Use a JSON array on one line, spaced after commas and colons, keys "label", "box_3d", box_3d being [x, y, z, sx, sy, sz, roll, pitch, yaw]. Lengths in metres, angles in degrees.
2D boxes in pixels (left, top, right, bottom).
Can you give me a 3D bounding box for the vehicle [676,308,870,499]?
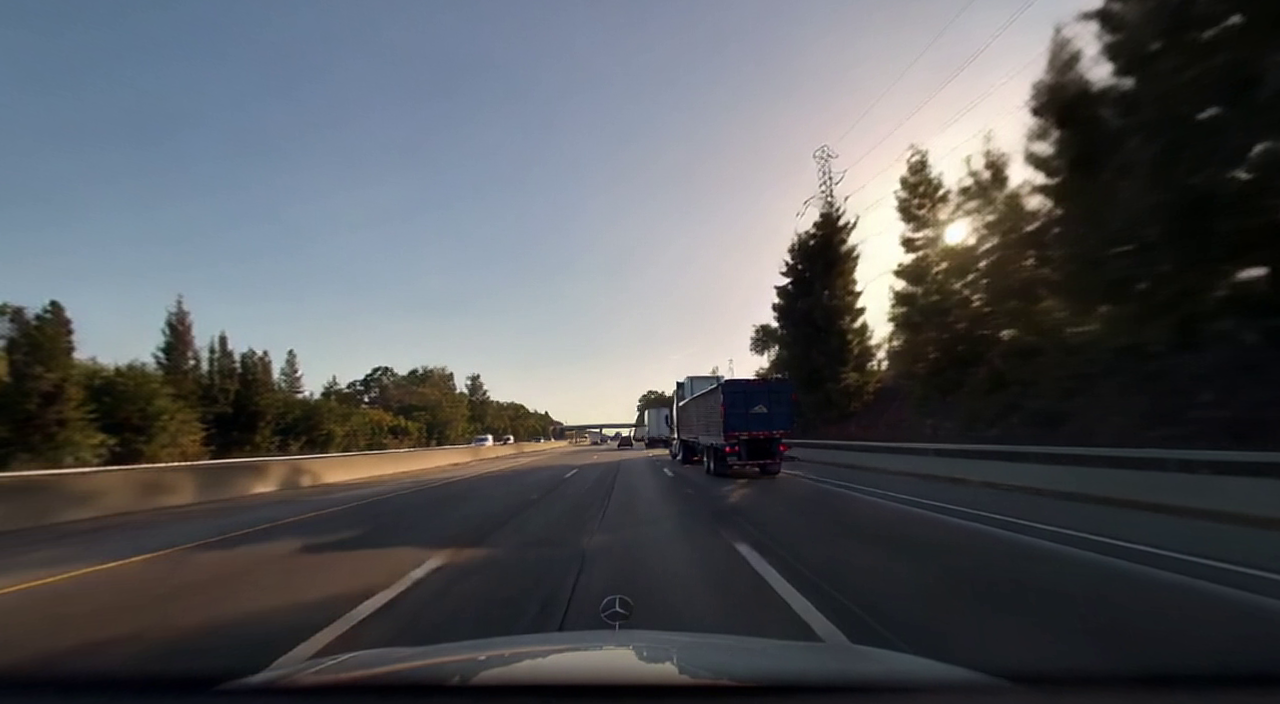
[{"label": "vehicle", "box_3d": [3.218, 2.029, 20.556, 2.905, 4.080, 14.157, 0, -8, -2]}]
